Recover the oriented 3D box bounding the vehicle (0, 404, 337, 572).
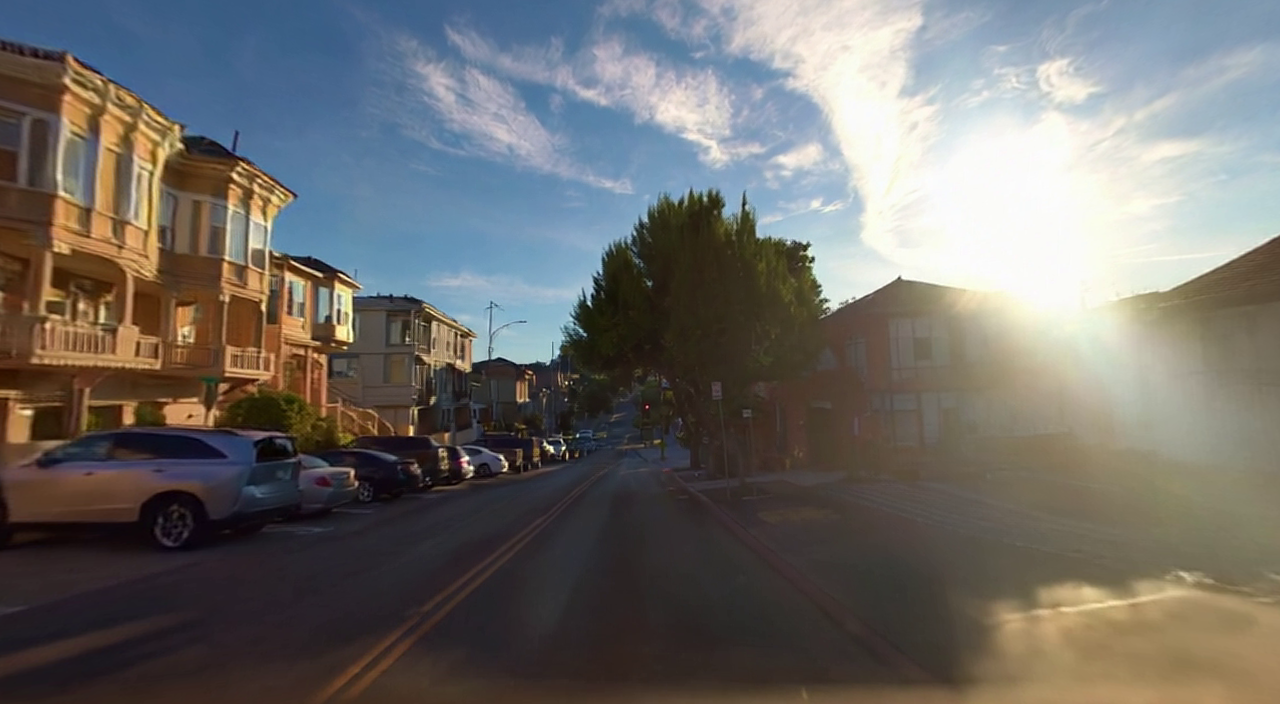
[{"bbox_3d":[-7.363,1.801,8.901,4.981,1.975,2.296,0,-8,3],"label":"vehicle"}]
